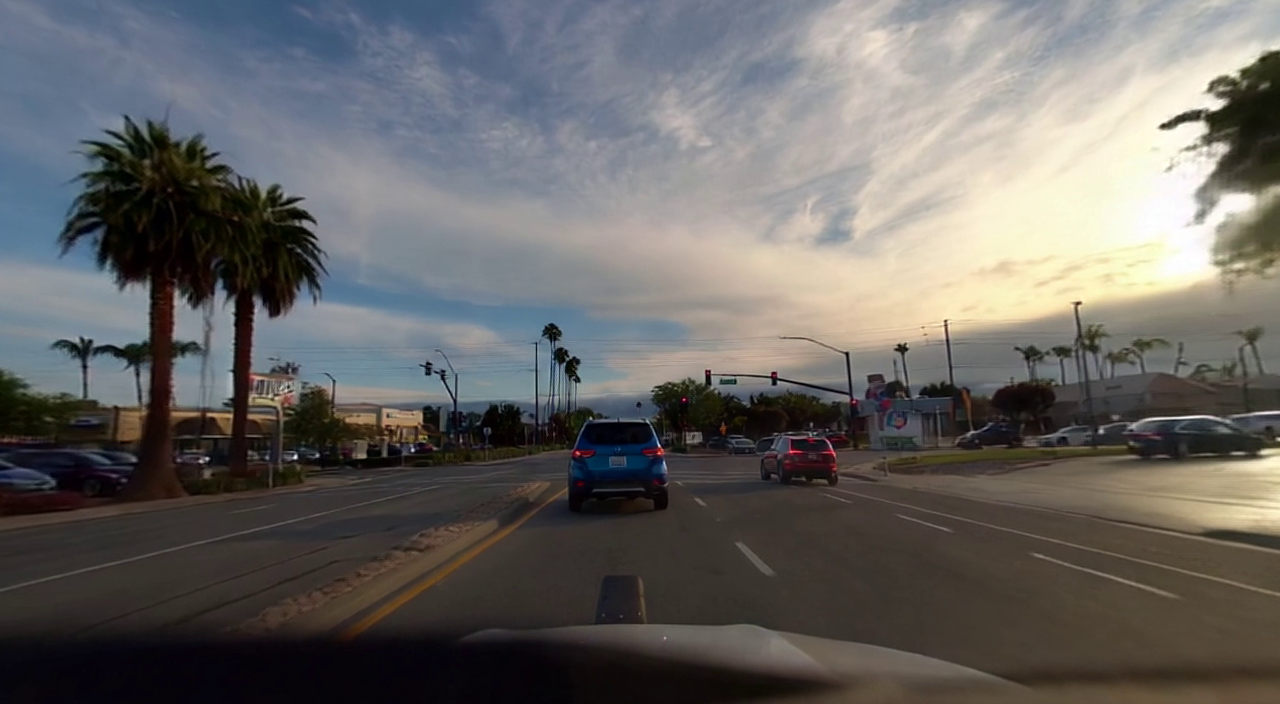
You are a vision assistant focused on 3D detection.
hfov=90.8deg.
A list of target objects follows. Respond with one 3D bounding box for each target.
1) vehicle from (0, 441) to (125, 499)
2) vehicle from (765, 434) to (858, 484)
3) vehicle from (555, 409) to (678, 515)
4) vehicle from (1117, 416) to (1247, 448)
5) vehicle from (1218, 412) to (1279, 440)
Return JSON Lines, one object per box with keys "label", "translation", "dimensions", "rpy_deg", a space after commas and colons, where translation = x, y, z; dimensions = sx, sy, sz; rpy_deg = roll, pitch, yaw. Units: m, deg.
{"label": "vehicle", "translation": [-19.304, 3.672, 19.859], "dimensions": [4.510, 1.682, 1.902], "rpy_deg": [0, -8, 1]}
{"label": "vehicle", "translation": [5.942, 3.762, 22.479], "dimensions": [2.086, 1.560, 4.542], "rpy_deg": [0, -8, 1]}
{"label": "vehicle", "translation": [-0.535, 2.369, 14.066], "dimensions": [2.263, 1.932, 4.709], "rpy_deg": [0, -8, -2]}
{"label": "vehicle", "translation": [31.963, 4.797, 37.511], "dimensions": [5.390, 1.773, 2.119], "rpy_deg": [-4, -9, 26]}
{"label": "vehicle", "translation": [44.254, 5.218, 44.395], "dimensions": [4.931, 1.912, 1.893], "rpy_deg": [-6, -10, 32]}
